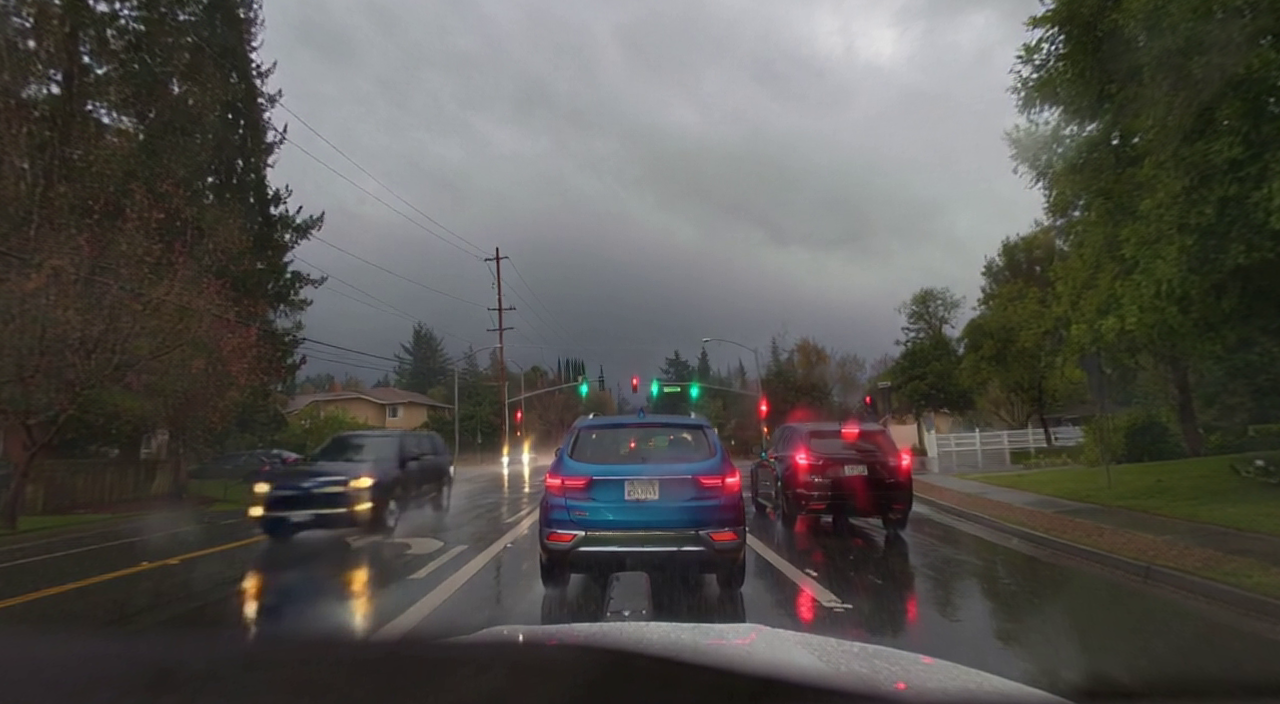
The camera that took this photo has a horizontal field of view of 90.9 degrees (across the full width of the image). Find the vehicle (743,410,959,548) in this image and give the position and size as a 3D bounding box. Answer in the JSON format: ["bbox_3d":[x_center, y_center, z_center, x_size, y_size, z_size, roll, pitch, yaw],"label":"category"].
[{"bbox_3d":[3.083,1.953,10.343,1.967,1.756,4.281,0,-8,-1],"label":"vehicle"}]

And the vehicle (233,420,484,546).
[{"bbox_3d":[-4.439,2.142,11.003,2.292,1.711,4.541,0,-8,0],"label":"vehicle"}]

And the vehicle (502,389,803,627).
[{"bbox_3d":[0.061,1.423,6.660,2.151,1.695,4.100,0,-8,-1],"label":"vehicle"}]
